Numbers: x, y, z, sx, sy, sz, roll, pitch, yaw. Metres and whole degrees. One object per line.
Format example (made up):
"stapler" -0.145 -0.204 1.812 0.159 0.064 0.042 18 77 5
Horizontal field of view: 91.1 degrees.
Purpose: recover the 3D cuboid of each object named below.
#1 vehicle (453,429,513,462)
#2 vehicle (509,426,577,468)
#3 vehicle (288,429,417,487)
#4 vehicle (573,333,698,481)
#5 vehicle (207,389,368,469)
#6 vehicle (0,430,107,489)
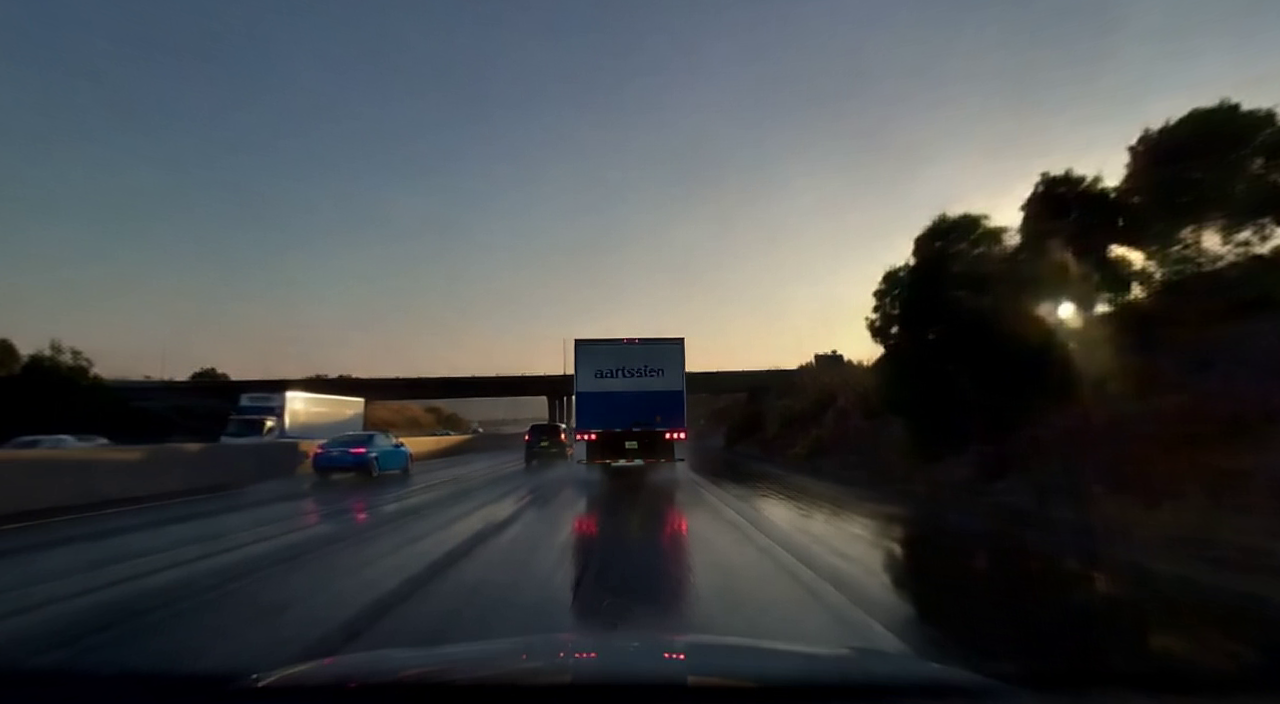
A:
"vehicle" -8.041 4.836 32.610 1.981 1.574 4.561 0 -8 0
"vehicle" -4.159 4.156 27.832 2.168 1.671 4.888 0 -8 1
"vehicle" -8.266 3.058 18.556 1.940 1.488 3.976 0 -8 0
"vehicle" -0.189 2.215 22.827 3.442 4.106 10.719 0 -8 -1
"vehicle" -19.789 4.530 36.553 3.034 3.950 10.763 0 -8 0
"vehicle" -23.391 3.971 23.518 2.265 2.029 5.280 0 -8 -1
